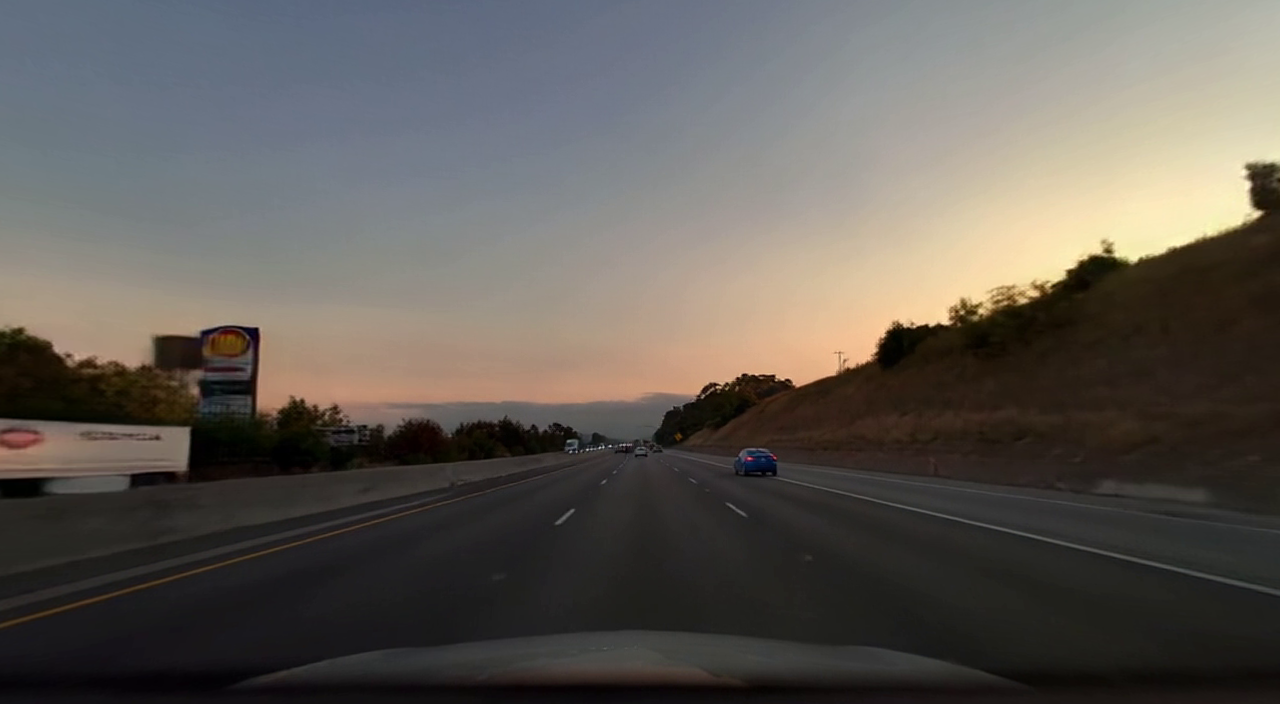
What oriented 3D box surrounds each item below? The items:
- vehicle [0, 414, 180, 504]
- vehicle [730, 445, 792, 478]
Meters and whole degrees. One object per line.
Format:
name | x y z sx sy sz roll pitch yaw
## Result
vehicle | -29.552 5.223 31.024 2.869 3.885 14.559 0 -9 0
vehicle | 5.656 5.162 29.941 1.967 1.472 3.751 0 -9 -3
